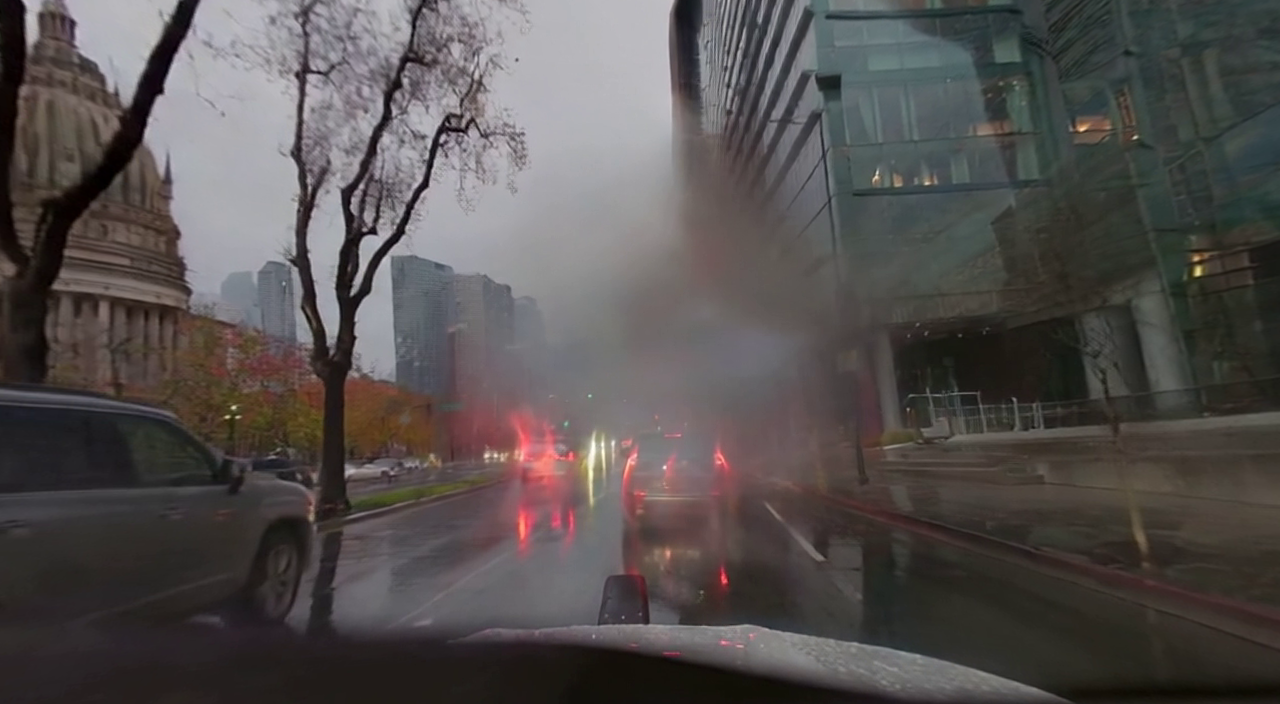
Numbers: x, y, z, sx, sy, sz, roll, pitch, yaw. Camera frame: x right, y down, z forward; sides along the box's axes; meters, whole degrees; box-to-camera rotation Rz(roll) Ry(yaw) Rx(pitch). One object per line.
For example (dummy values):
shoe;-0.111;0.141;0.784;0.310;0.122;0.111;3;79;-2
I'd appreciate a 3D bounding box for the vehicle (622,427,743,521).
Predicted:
vehicle;0.662;2.244;12.074;1.933;1.504;3.802;0;-8;0

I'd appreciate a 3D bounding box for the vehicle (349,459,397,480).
vehicle;-20.961;9.223;49.679;1.927;1.519;4.447;0;-8;-1

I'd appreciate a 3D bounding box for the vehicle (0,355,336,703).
vehicle;-3.275;0.931;2.919;1.848;1.641;3.686;0;-8;0

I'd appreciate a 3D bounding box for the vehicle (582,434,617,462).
vehicle;-2.633;6.415;42.094;1.969;1.764;4.160;0;-8;1

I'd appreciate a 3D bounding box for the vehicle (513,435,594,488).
vehicle;-2.668;3.510;20.477;1.961;1.517;4.202;0;-8;1
